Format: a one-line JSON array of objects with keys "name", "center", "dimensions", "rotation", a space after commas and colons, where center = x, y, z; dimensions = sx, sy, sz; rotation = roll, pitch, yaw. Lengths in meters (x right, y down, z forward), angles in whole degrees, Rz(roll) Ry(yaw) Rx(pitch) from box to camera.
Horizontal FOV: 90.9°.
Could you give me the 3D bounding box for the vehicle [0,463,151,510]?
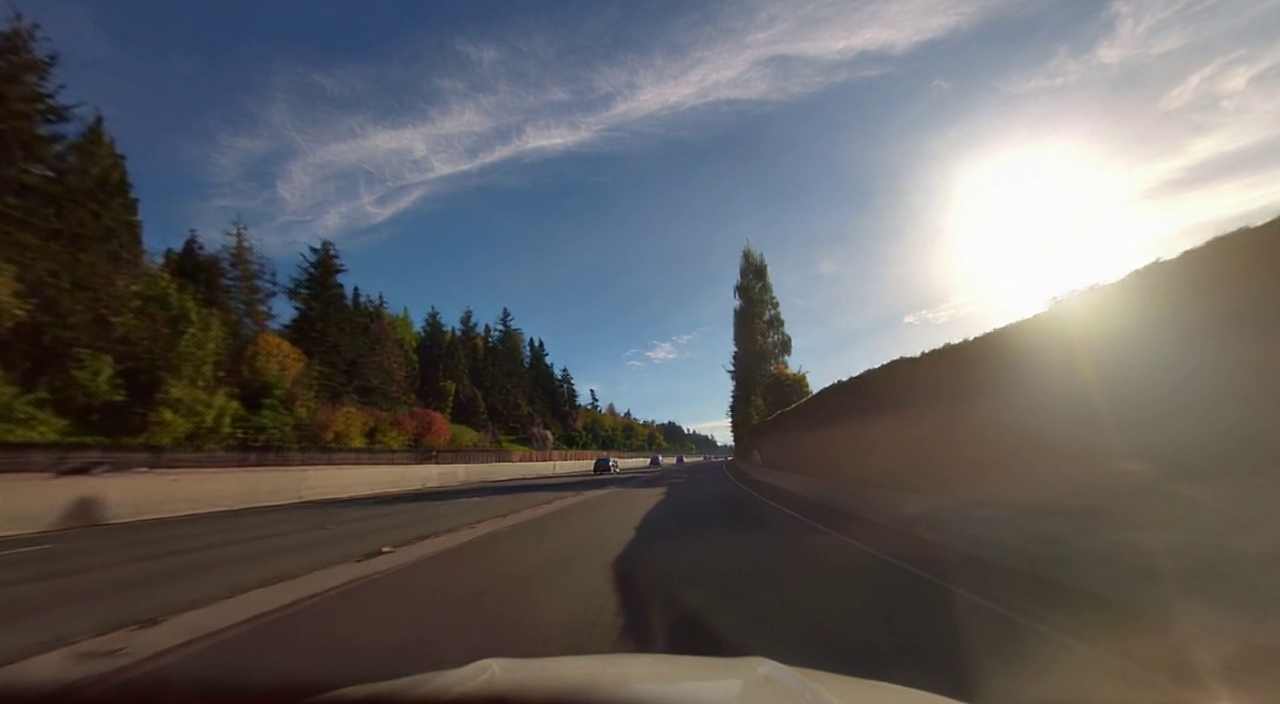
[{"name": "vehicle", "center": [-18.832, 4.276, 20.415], "dimensions": [1.793, 1.238, 4.760], "rotation": [-2, -9, 7]}]
